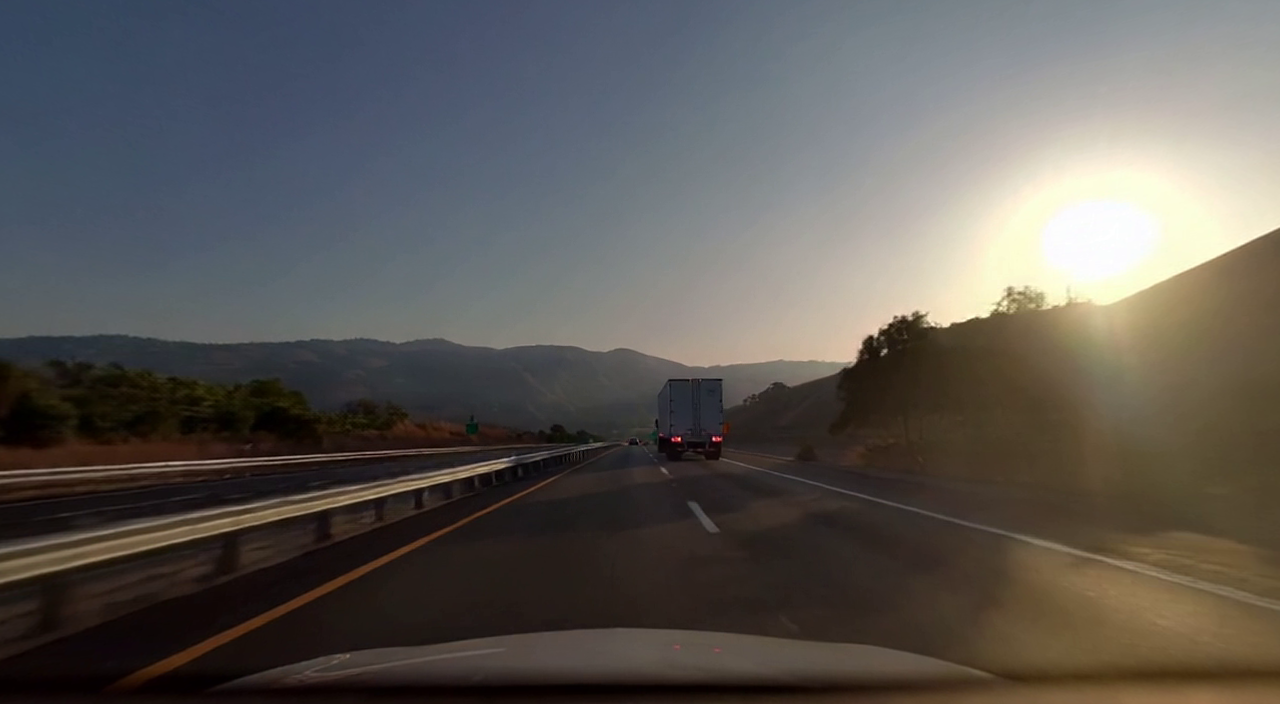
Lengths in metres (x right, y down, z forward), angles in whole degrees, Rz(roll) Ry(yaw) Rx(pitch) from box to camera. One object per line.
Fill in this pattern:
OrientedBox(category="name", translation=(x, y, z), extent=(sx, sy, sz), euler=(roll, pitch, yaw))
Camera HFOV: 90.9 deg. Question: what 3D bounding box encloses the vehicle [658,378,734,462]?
OrientedBox(category="vehicle", translation=(2.875, 4.159, 37.046), extent=(2.924, 4.024, 13.639), euler=(0, -8, -1))
